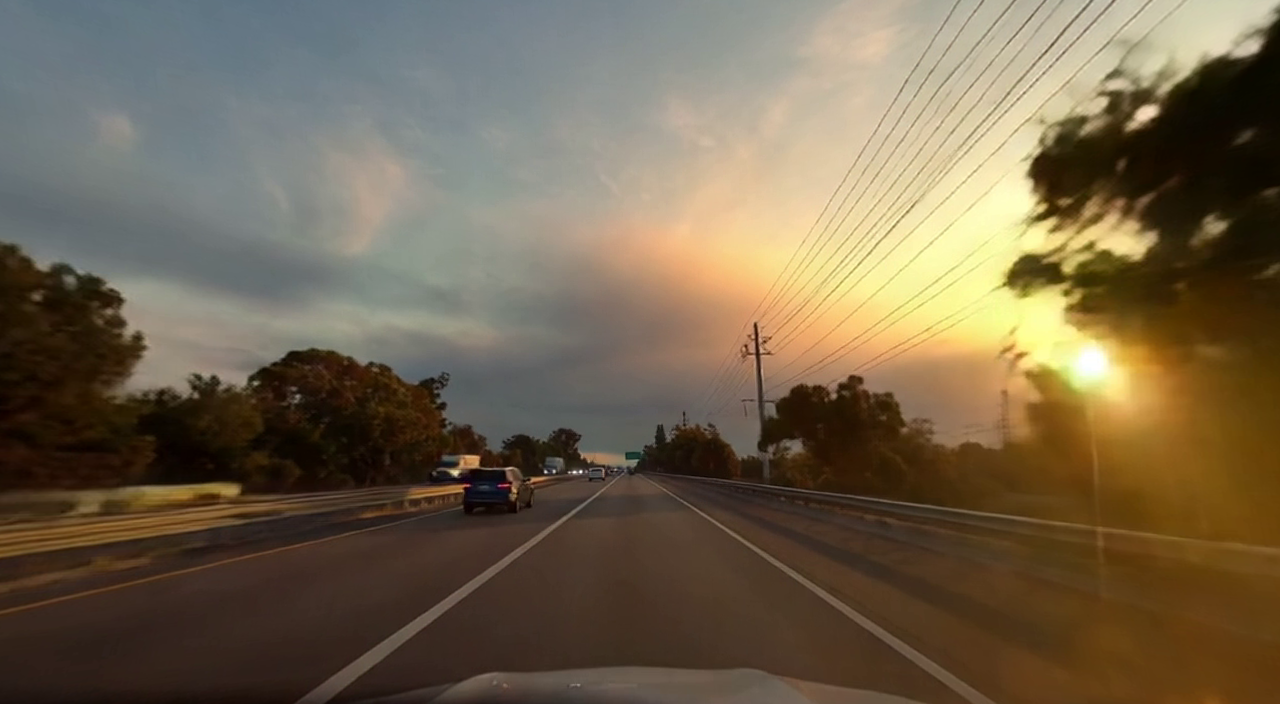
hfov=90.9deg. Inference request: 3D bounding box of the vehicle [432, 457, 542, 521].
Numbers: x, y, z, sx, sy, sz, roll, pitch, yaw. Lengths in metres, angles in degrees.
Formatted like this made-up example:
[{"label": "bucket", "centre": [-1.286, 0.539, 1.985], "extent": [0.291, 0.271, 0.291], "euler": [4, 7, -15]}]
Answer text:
[{"label": "vehicle", "centre": [-4.069, 3.735, 17.538], "extent": [1.963, 1.501, 4.227], "euler": [1, -10, 0]}]
